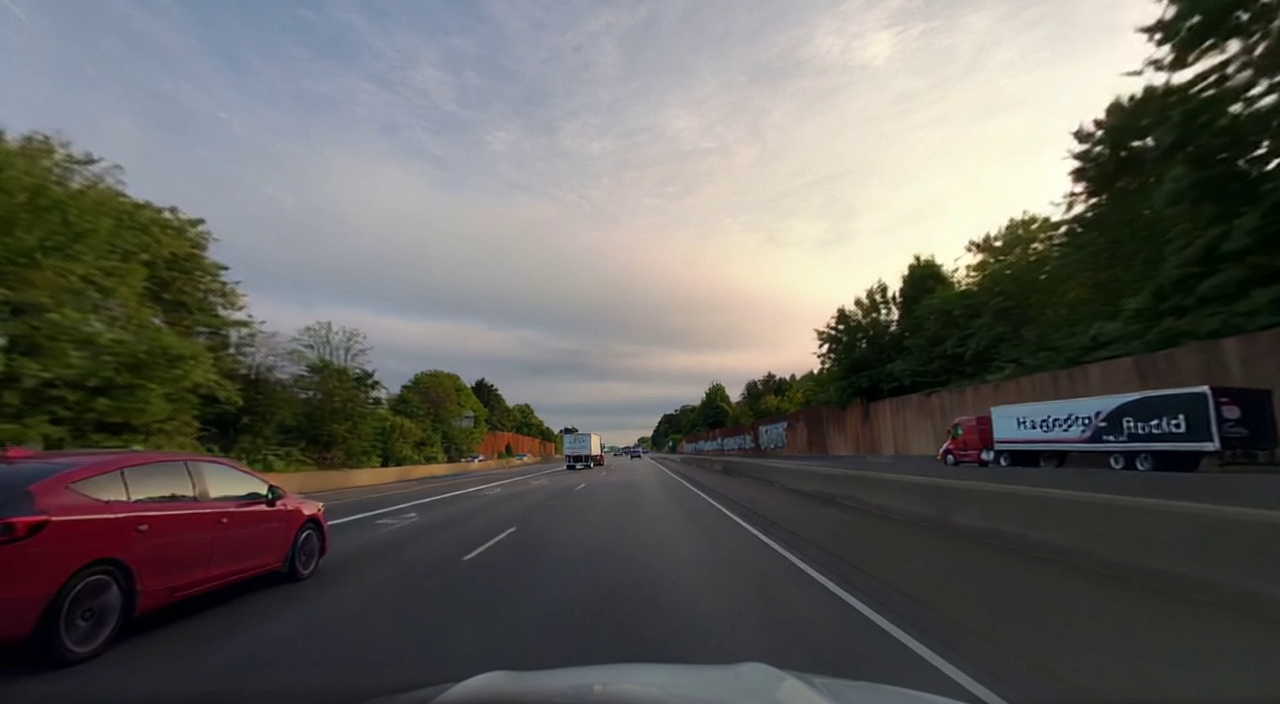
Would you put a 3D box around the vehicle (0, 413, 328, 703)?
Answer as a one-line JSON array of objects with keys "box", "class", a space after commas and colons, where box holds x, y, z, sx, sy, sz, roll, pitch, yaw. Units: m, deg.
[{"box": [-4.287, 1.228, 4.278, 2.024, 1.476, 4.466, 0, -9, 0], "class": "vehicle"}]

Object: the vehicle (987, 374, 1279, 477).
[{"box": [23.977, 3.921, 31.699, 2.782, 4.082, 12.925, 2, -9, -17], "class": "vehicle"}]

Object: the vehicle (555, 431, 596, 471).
[{"box": [-4.339, 6.809, 43.373, 2.305, 2.517, 5.486, 0, -9, 0], "class": "vehicle"}]
